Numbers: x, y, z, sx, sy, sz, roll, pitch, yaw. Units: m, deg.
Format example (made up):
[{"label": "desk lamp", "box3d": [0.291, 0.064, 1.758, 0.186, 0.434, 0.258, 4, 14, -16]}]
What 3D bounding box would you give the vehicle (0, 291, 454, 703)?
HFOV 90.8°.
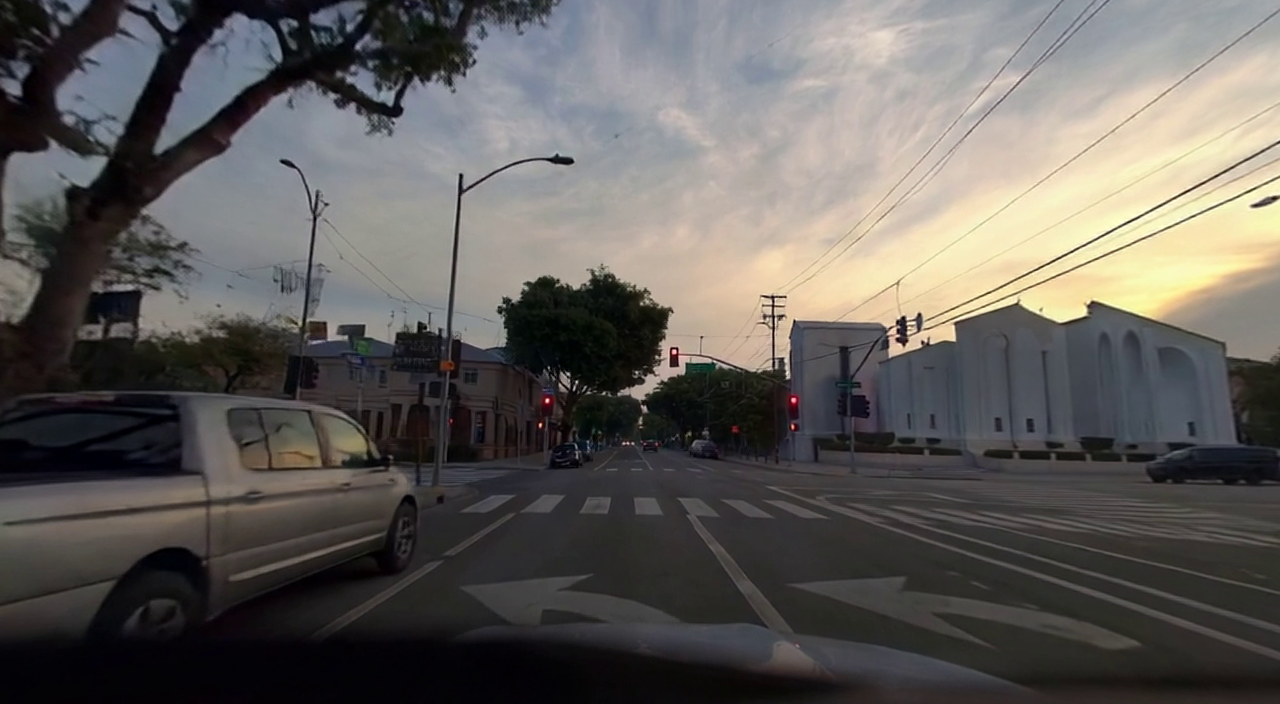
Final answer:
[{"label": "vehicle", "box3d": [-3.319, 1.006, 3.939, 2.271, 1.885, 6.346, 0, -9, 1]}]
